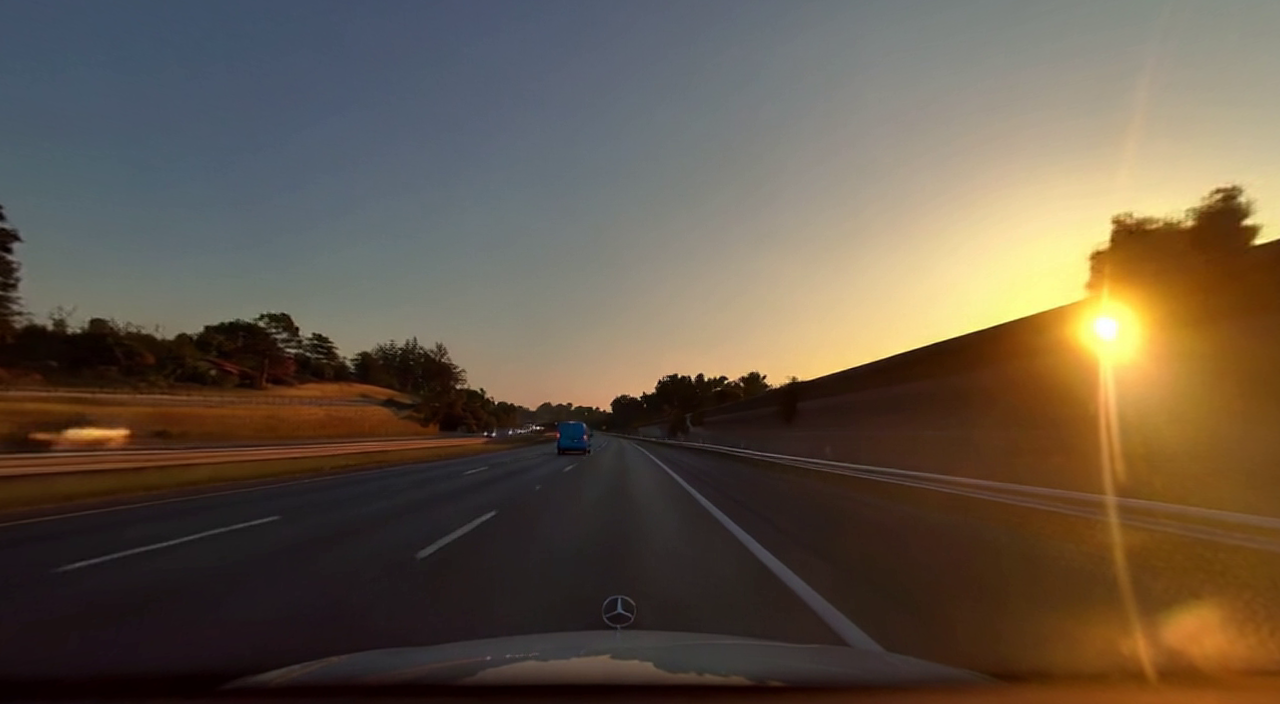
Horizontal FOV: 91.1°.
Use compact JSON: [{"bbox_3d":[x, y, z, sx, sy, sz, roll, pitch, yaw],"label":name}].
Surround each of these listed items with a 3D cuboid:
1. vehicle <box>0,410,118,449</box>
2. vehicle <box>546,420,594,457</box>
[{"bbox_3d":[-25.472,3.392,27.250,1.833,1.550,4.500,0,-8,-1],"label":"vehicle"},{"bbox_3d":[-4.190,5.271,38.378,2.309,2.053,4.884,0,-8,1],"label":"vehicle"}]
